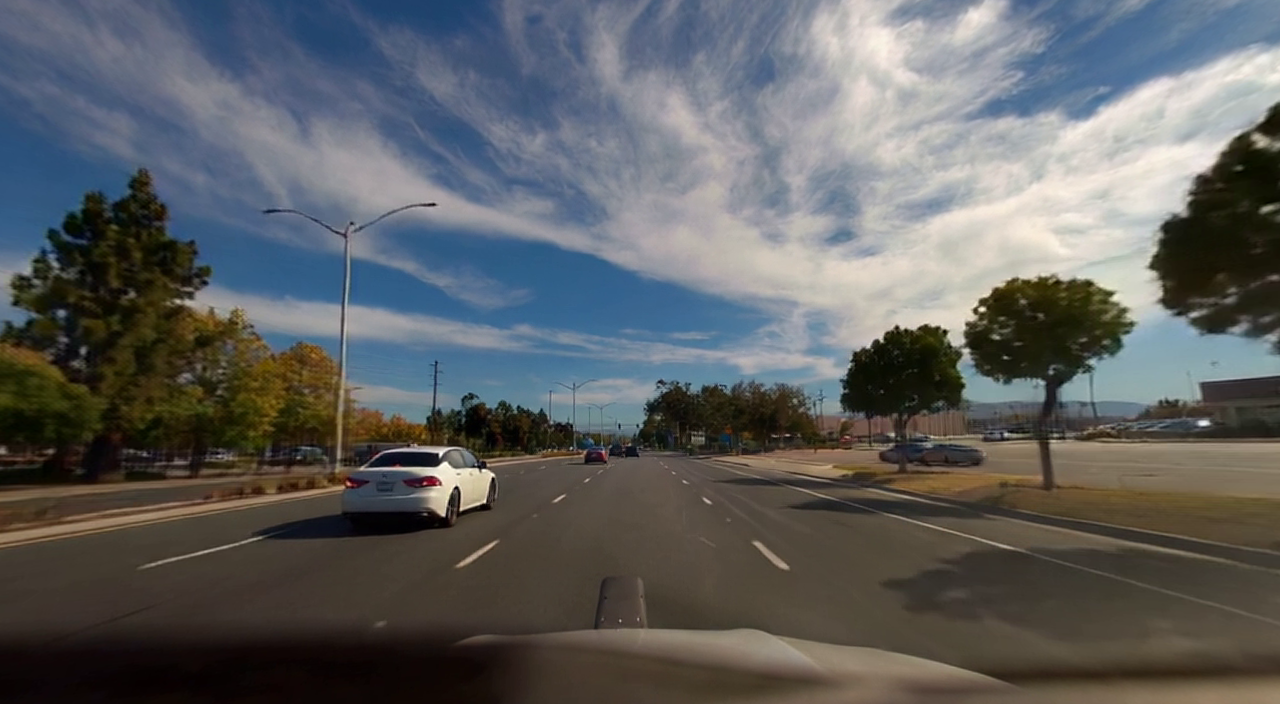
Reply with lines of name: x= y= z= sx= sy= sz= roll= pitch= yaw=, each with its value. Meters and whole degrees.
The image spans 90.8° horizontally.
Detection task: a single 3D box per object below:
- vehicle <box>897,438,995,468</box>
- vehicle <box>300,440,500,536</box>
vehicle: x=16.117 y=5.329 z=33.408 sx=4.197 sy=1.466 sz=1.930 roll=0 pitch=-9 yaw=-2
vehicle: x=-4.176 y=2.421 z=11.941 sx=2.003 sy=1.454 sz=4.484 roll=0 pitch=-9 yaw=0
